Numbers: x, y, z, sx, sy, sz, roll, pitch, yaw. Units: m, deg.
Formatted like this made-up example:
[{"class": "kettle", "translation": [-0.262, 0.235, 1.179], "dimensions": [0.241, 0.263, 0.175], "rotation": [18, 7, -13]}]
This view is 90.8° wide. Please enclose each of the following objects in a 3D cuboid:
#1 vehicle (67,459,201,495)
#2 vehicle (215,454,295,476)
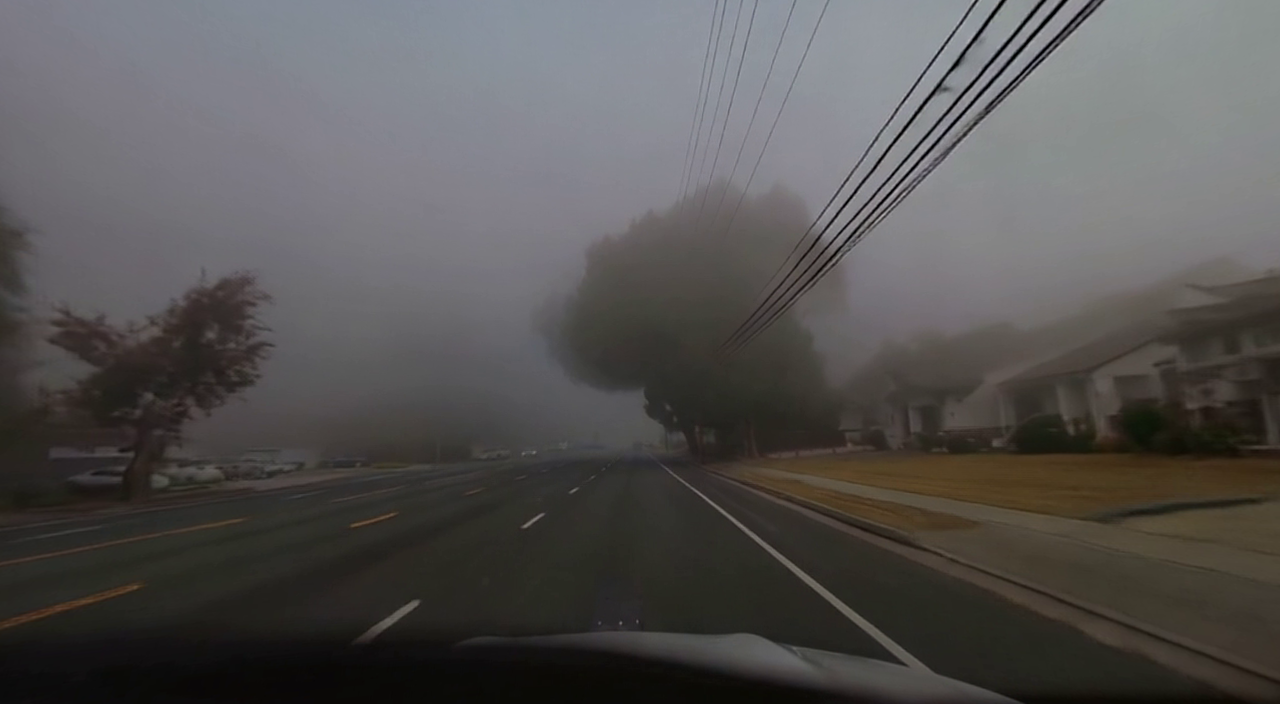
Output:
[{"class": "vehicle", "translation": [-22.386, 5.521, 28.089], "dimensions": [4.243, 1.455, 2.005], "rotation": [0, -9, 1]}, {"class": "vehicle", "translation": [-28.612, 8.389, 47.058], "dimensions": [4.599, 1.533, 2.029], "rotation": [0, -8, 2]}]
